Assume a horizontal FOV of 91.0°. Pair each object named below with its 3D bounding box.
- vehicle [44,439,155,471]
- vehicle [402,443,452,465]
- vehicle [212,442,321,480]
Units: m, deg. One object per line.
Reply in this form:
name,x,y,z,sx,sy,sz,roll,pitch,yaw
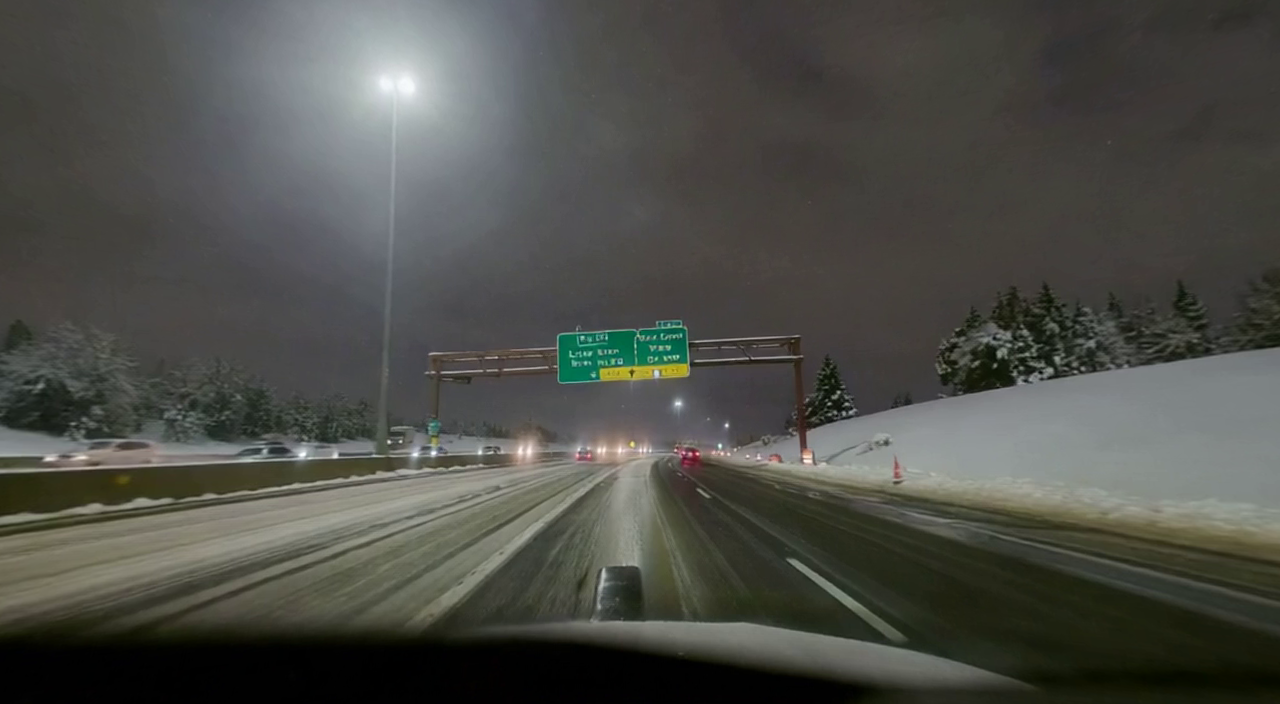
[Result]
vehicle,-29.583,5.660,34.689,1.901,1.624,4.558,-1,-9,2
vehicle,-15.861,7.625,47.056,1.937,1.515,4.594,-1,-9,3
vehicle,-16.099,4.717,27.458,1.920,1.477,4.432,0,-9,2
